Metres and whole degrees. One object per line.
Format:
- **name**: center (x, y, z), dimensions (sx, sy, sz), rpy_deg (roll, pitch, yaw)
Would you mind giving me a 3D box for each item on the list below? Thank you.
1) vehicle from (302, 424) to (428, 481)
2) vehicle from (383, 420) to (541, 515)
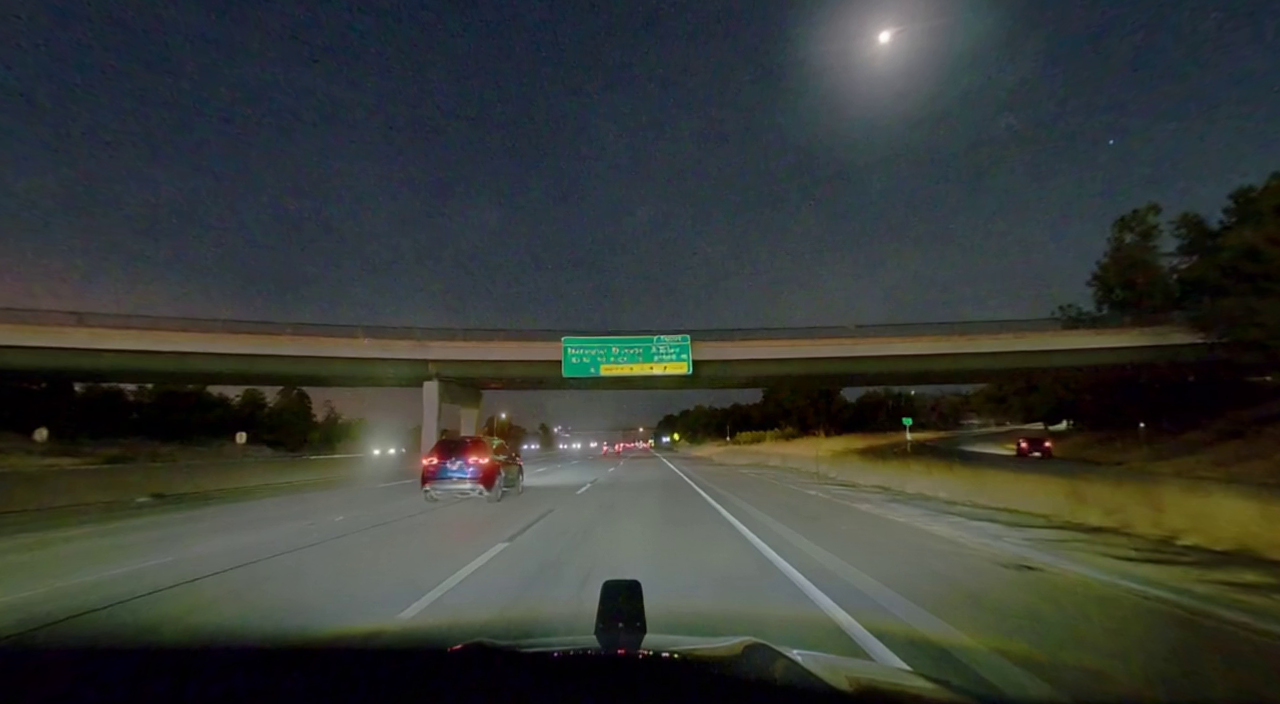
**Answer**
- **vehicle**: center (-10.761, 4.004, 25.230), dimensions (2.339, 1.983, 5.671), rpy_deg (0, -8, 2)
- **vehicle**: center (-3.587, 2.427, 13.637), dimensions (2.048, 1.705, 4.384), rpy_deg (0, -8, 1)
